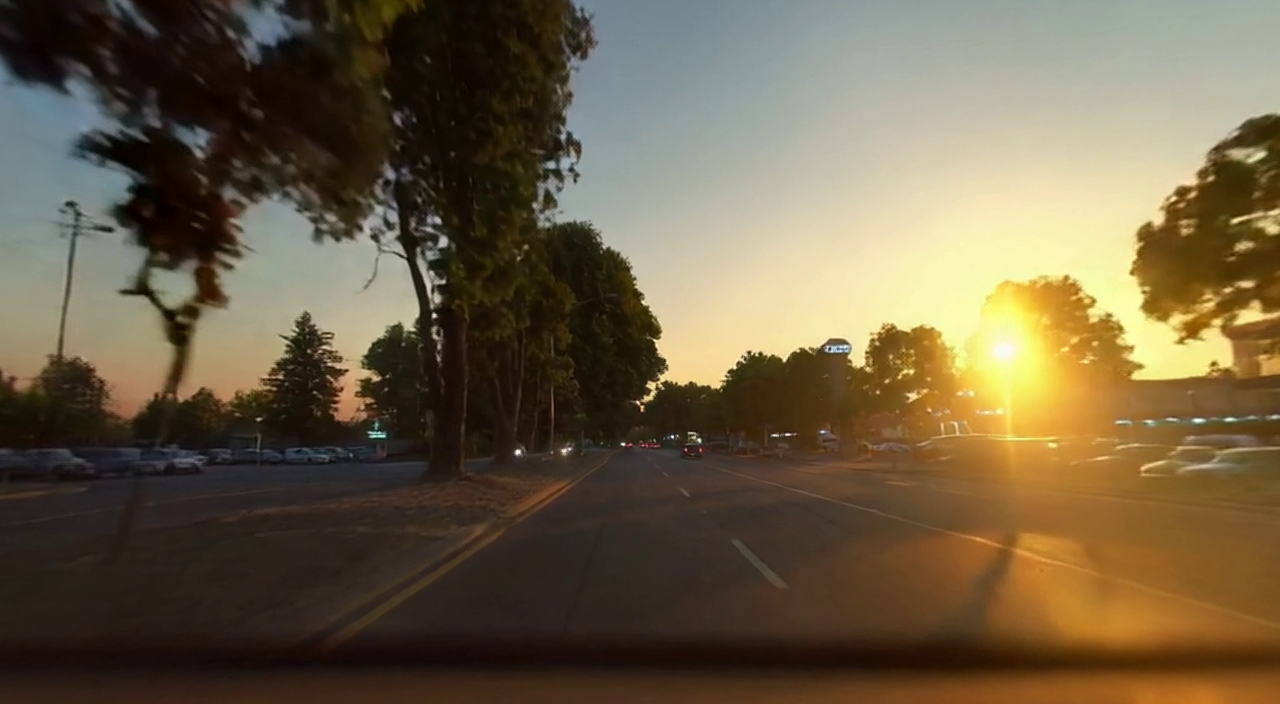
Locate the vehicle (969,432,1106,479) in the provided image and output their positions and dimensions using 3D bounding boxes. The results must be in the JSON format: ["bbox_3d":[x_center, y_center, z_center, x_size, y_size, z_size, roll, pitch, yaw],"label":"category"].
[{"bbox_3d":[16.444,4.305,26.586,2.052,1.749,5.213,1,-9,-4],"label":"vehicle"}]

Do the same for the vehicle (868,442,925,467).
[{"bbox_3d":[16.103,6.412,39.933,1.892,1.421,4.556,-1,-8,3],"label":"vehicle"}]

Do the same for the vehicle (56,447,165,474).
[{"bbox_3d":[-29.613,6.079,35.428,4.461,1.441,1.820,0,-8,0],"label":"vehicle"}]

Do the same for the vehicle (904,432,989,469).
[{"bbox_3d":[18.856,6.053,39.279,2.232,2.008,5.812,-3,-8,-1],"label":"vehicle"}]

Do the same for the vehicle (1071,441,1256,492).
[{"bbox_3d":[16.689,3.642,20.545,1.863,1.445,4.703,0,-8,-2],"label":"vehicle"}]

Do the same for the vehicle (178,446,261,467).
[{"bbox_3d":[-31.083,7.744,46.795,4.742,1.459,1.867,-1,-8,0],"label":"vehicle"}]
